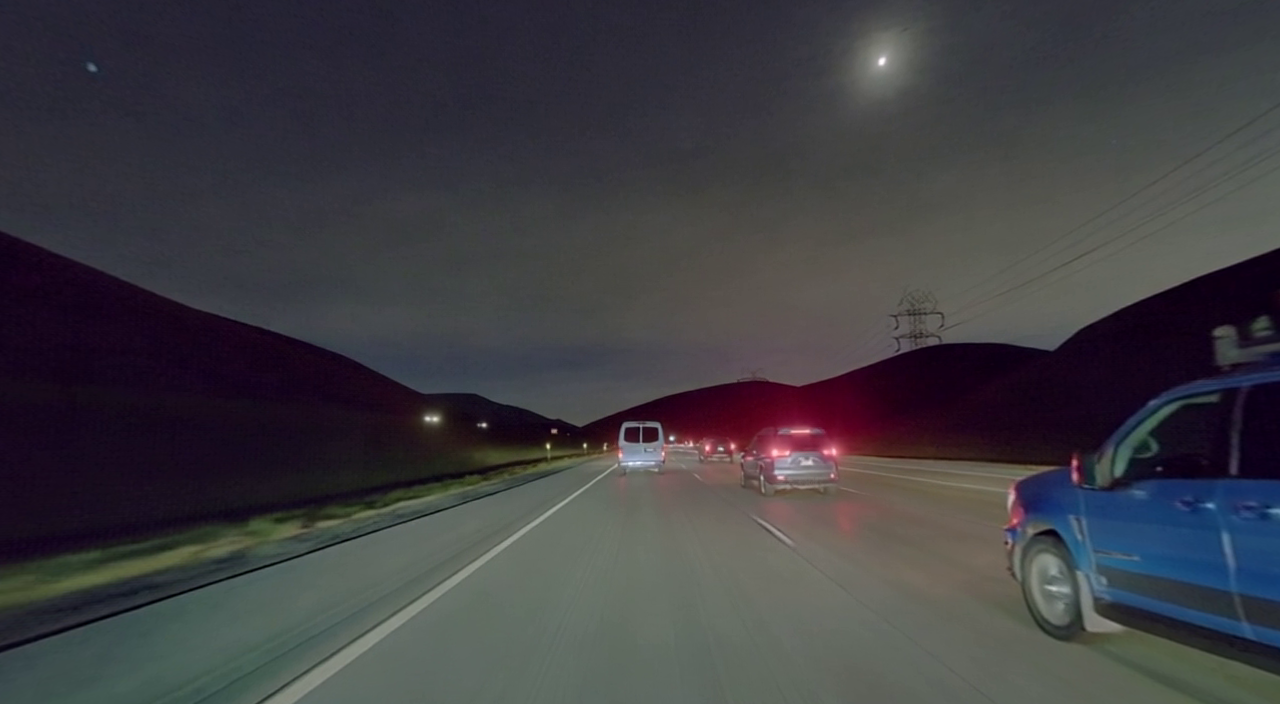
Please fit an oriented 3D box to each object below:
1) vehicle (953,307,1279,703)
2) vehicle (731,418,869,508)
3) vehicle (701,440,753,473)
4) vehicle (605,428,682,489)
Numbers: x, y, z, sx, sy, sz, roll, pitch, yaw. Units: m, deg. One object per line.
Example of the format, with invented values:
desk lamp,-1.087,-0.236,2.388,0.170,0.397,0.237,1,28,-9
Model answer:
vehicle,3.960,0.727,2.241,2.691,1.901,5.744,0,-8,-1
vehicle,3.600,2.614,15.223,2.139,1.821,4.480,0,-8,0
vehicle,4.095,4.988,30.408,1.938,1.466,4.356,0,-8,1
vehicle,0.138,3.490,20.926,2.268,1.772,4.523,0,-8,1
